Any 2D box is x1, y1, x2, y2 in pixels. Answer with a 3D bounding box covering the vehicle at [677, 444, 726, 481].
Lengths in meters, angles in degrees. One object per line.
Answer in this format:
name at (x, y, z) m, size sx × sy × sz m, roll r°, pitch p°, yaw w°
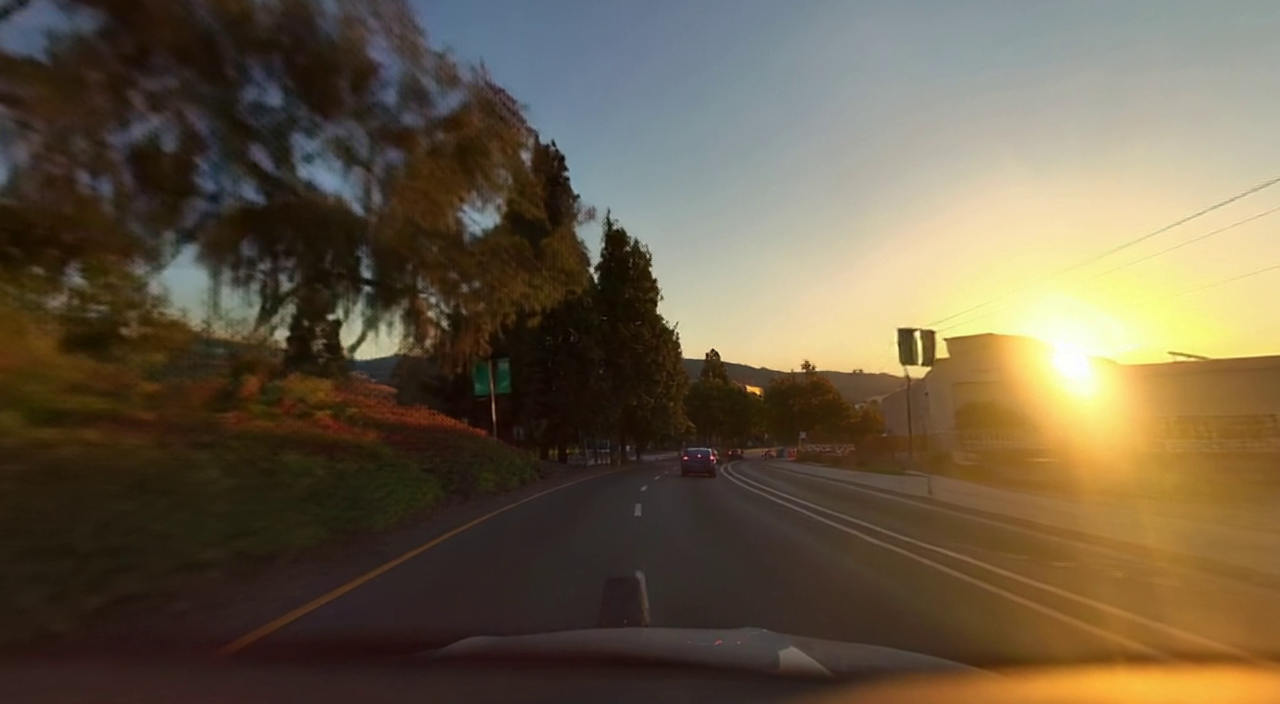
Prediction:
vehicle at (2.627, 4.804, 27.836) m, size 1.956 × 1.473 × 4.640 m, roll -1°, pitch -8°, yaw 3°
